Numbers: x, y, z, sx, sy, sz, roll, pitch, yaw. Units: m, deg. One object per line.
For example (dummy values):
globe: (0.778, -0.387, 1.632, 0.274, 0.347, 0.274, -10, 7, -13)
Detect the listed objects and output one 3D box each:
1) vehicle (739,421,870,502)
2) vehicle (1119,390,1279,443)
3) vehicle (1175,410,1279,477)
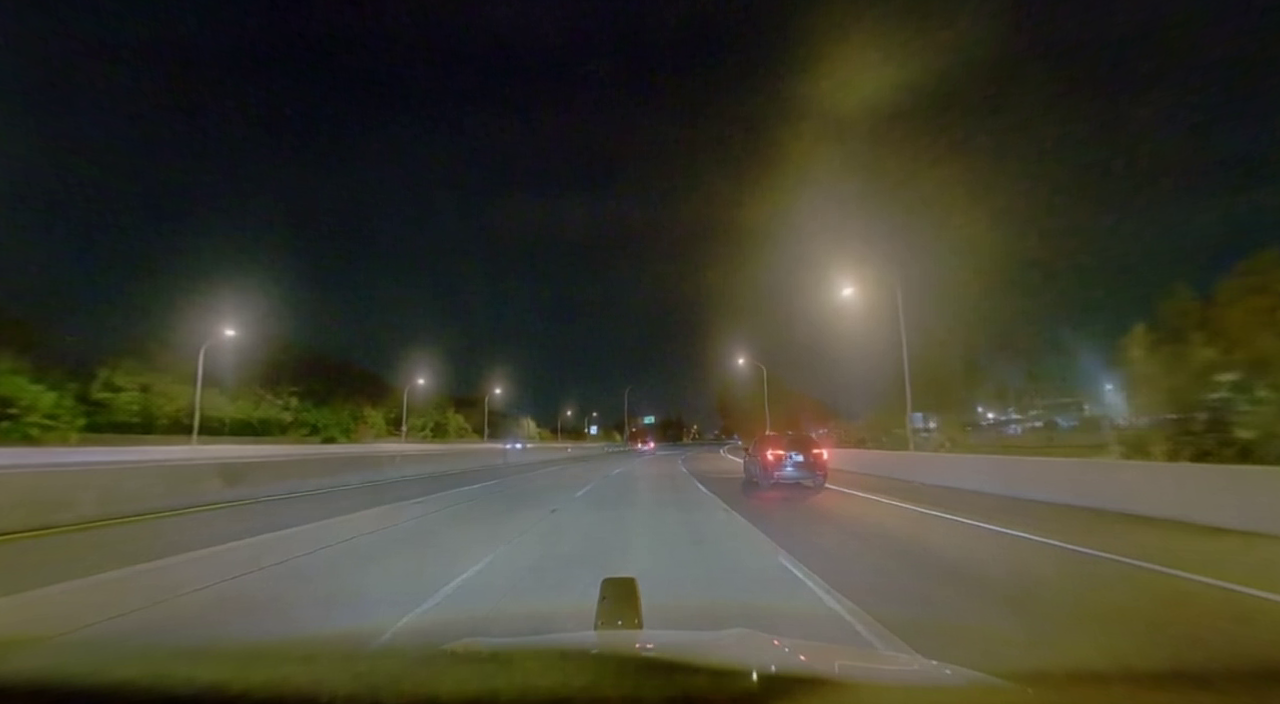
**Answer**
vehicle: (3.872, 2.670, 15.692, 2.090, 1.715, 4.228, 0, -8, 0)
vehicle: (36.431, 4.317, 40.805, 8.026, 2.943, 2.564, -10, -12, 40)
vehicle: (19.135, 2.756, 18.971, 2.165, 1.867, 4.641, -1, -8, 5)
